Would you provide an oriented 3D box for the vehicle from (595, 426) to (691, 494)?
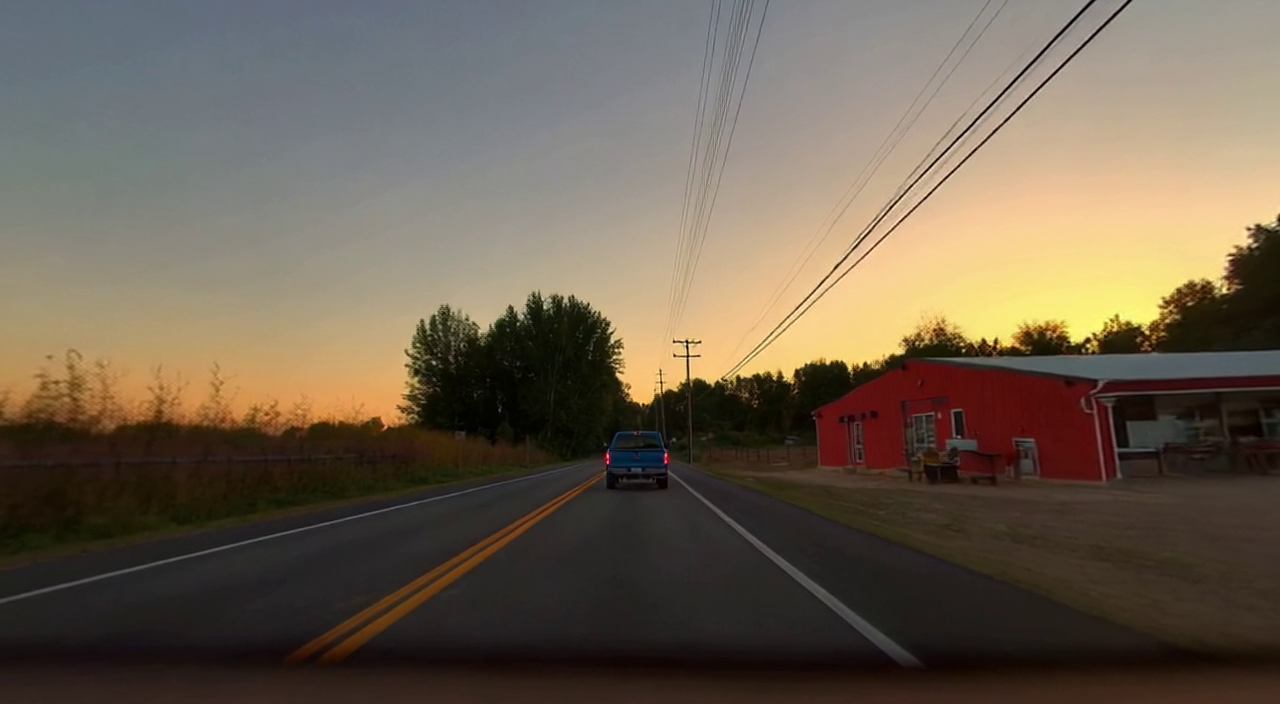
[{"bbox_3d":[0.074,3.830,22.950,2.921,2.031,7.416,0,-8,0],"label":"vehicle"}]
